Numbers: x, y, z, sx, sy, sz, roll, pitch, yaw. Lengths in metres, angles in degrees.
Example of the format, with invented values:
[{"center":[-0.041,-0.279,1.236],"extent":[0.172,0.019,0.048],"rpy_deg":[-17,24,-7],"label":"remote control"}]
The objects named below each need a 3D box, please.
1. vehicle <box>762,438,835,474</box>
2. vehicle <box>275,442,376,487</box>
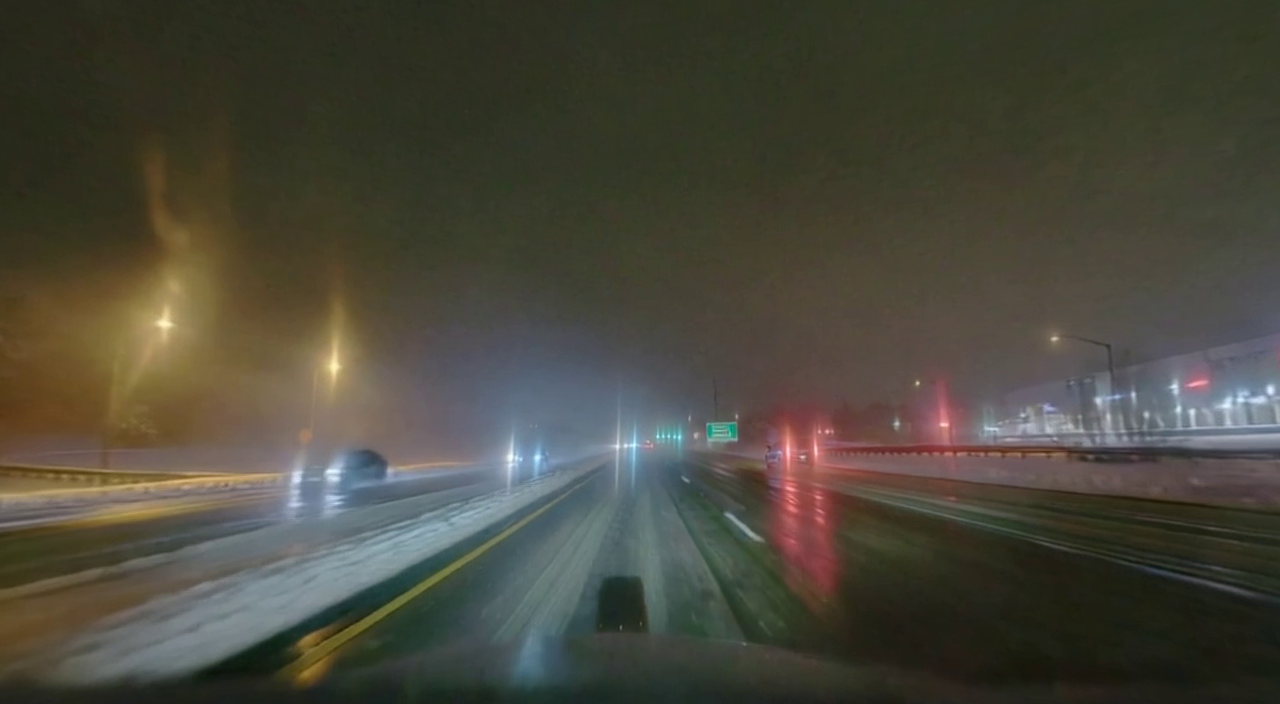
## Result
[{"center":[7.305,4.844,29.563],"extent":[2.079,1.518,5.032],"rpy_deg":[0,-8,-1],"label":"vehicle"},{"center":[-14.222,5.089,28.801],"extent":[2.056,1.850,4.868],"rpy_deg":[0,-8,1],"label":"vehicle"}]
